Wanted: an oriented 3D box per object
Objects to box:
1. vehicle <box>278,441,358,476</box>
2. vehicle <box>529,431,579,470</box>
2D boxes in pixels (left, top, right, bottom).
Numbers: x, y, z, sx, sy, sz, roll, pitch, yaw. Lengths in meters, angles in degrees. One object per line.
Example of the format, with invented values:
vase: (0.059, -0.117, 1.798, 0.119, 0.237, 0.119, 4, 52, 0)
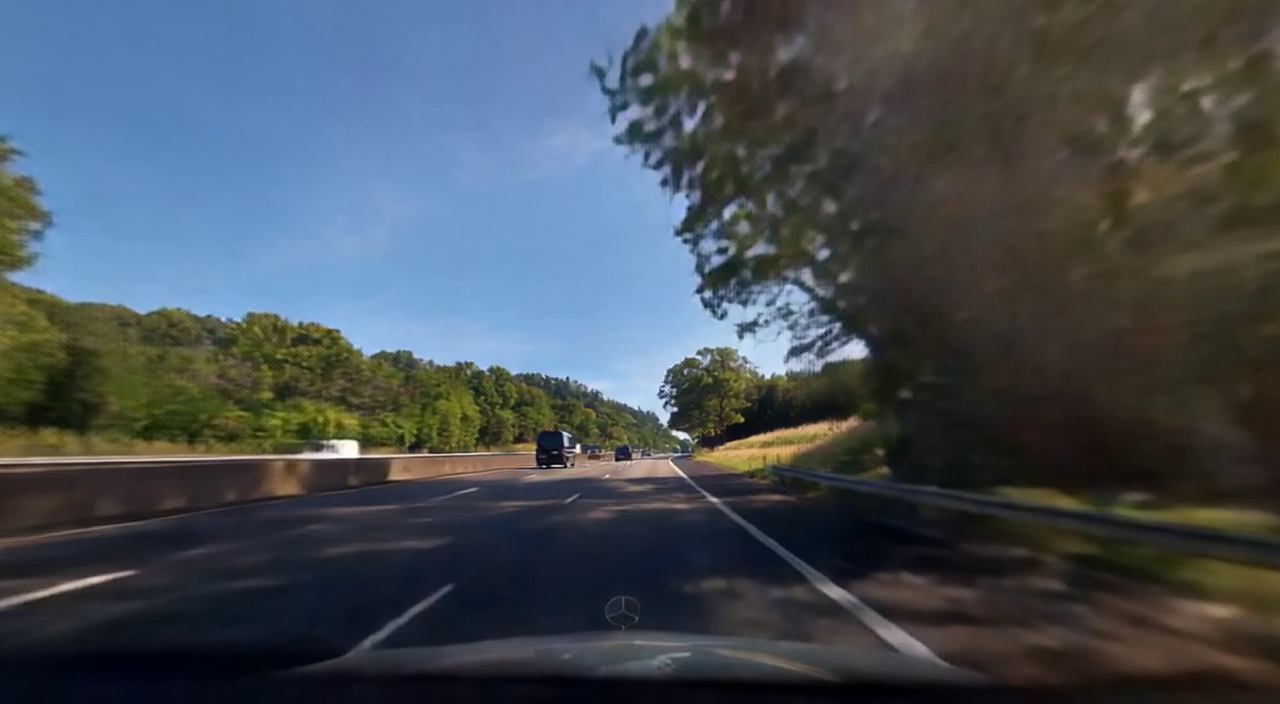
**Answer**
vehicle: (-18.452, 6.146, 36.454, 2.079, 1.855, 4.725, 0, -9, 1)
vehicle: (-5.829, 6.800, 43.489, 2.449, 2.471, 6.130, 0, -9, 1)
